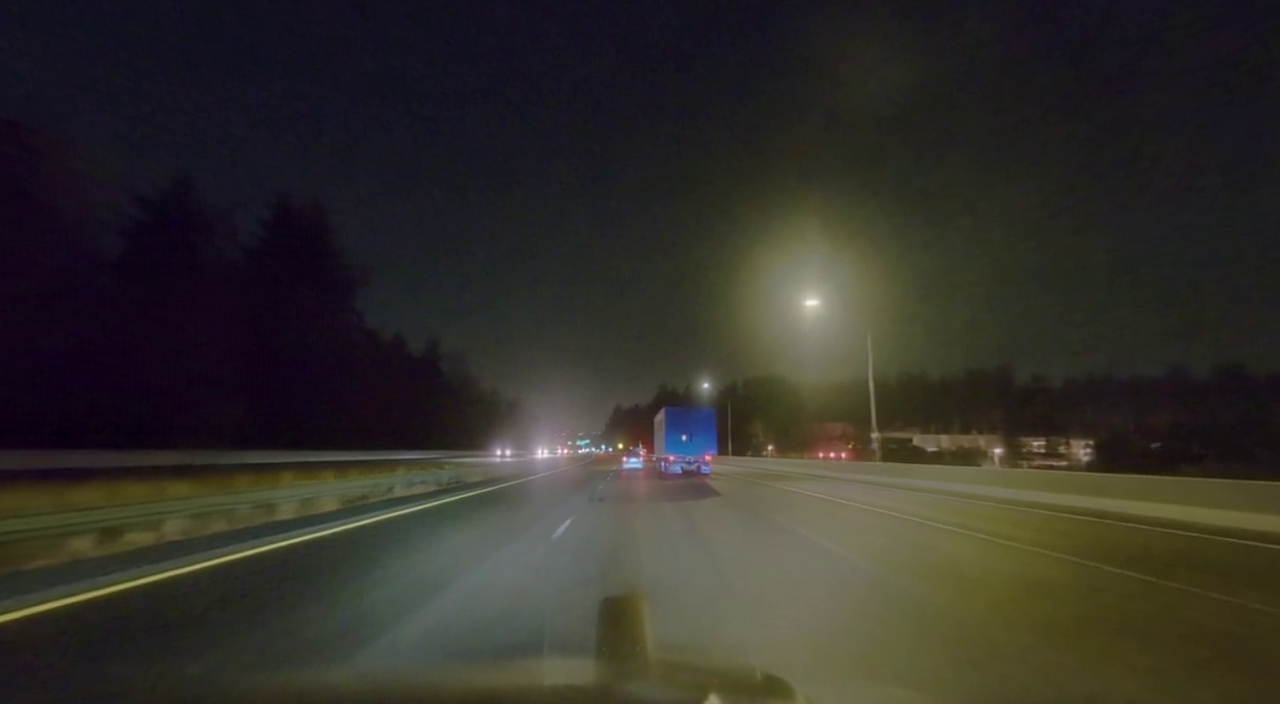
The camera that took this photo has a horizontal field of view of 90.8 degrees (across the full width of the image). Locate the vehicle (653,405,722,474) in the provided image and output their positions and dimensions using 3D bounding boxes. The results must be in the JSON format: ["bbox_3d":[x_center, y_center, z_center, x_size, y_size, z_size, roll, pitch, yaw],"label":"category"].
[{"bbox_3d":[3.068,6.580,46.633,3.462,4.177,16.311,0,-9,-1],"label":"vehicle"}]

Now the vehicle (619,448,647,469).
[{"bbox_3d":[-0.498,7.529,44.741,1.898,1.438,4.053,0,-9,-1],"label":"vehicle"}]
